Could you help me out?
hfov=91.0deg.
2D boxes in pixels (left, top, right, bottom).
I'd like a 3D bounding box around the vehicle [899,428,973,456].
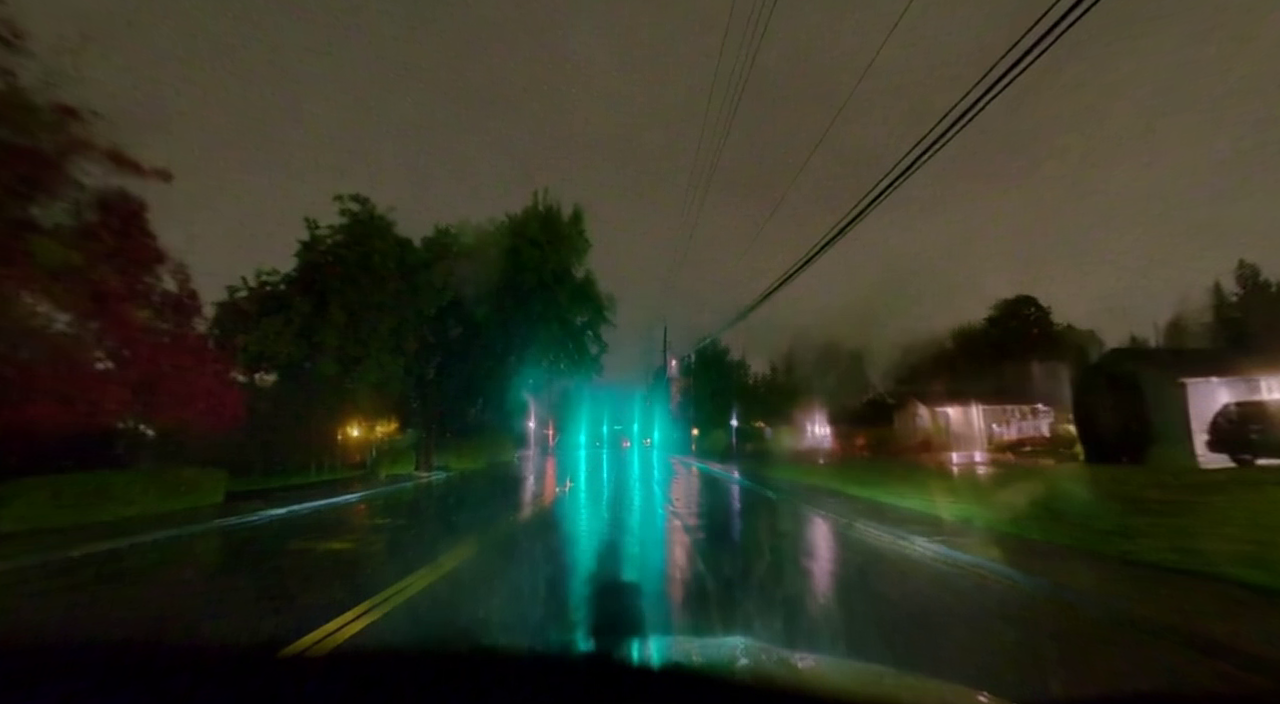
[{"bbox_3d":[16.331,5.032,35.050,1.783,1.431,4.757,0,-9,0],"label":"vehicle"}]
